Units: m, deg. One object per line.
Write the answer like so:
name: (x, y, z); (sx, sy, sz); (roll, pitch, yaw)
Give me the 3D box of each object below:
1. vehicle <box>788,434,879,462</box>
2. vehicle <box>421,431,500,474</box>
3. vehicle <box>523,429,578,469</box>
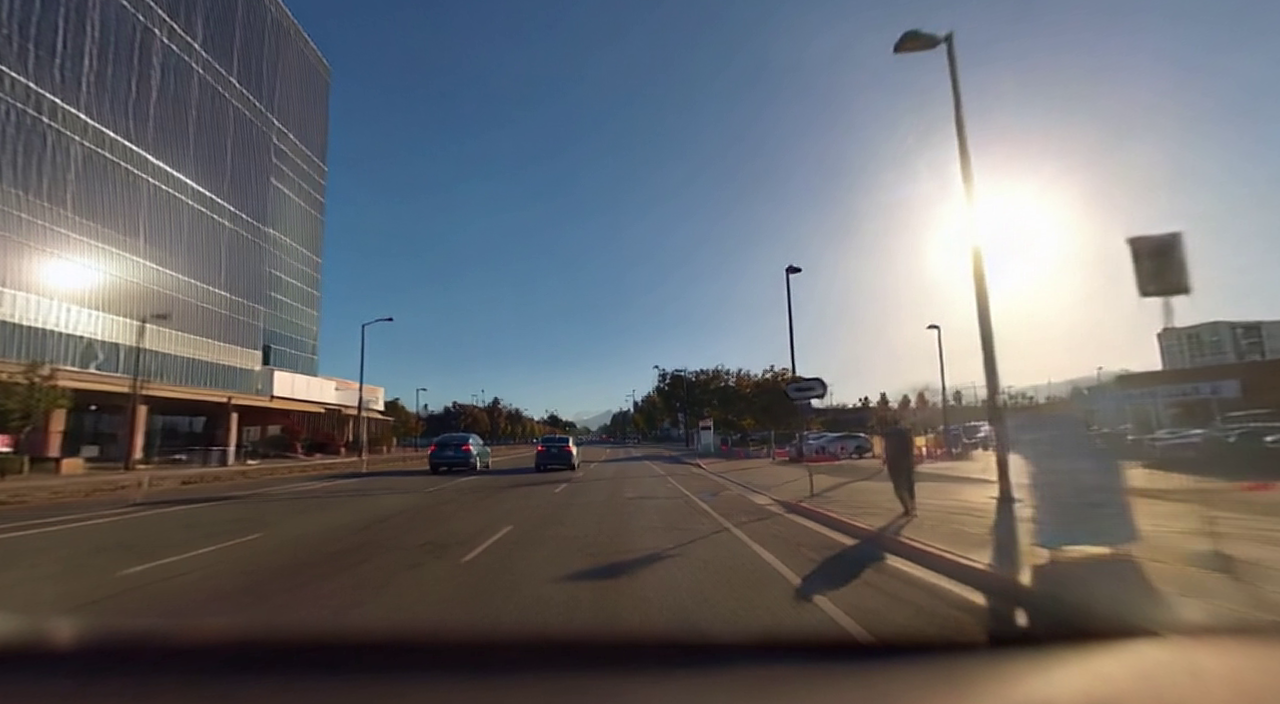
vehicle: (10.782, 5.382, 35.450); (4.513, 1.541, 1.948); (-1, -8, 5)
vehicle: (-7.160, 4.051, 25.689); (1.909, 1.605, 4.561); (0, -8, 0)
vehicle: (-4.166, 4.599, 30.112); (2.052, 1.729, 4.195); (0, -8, -1)
